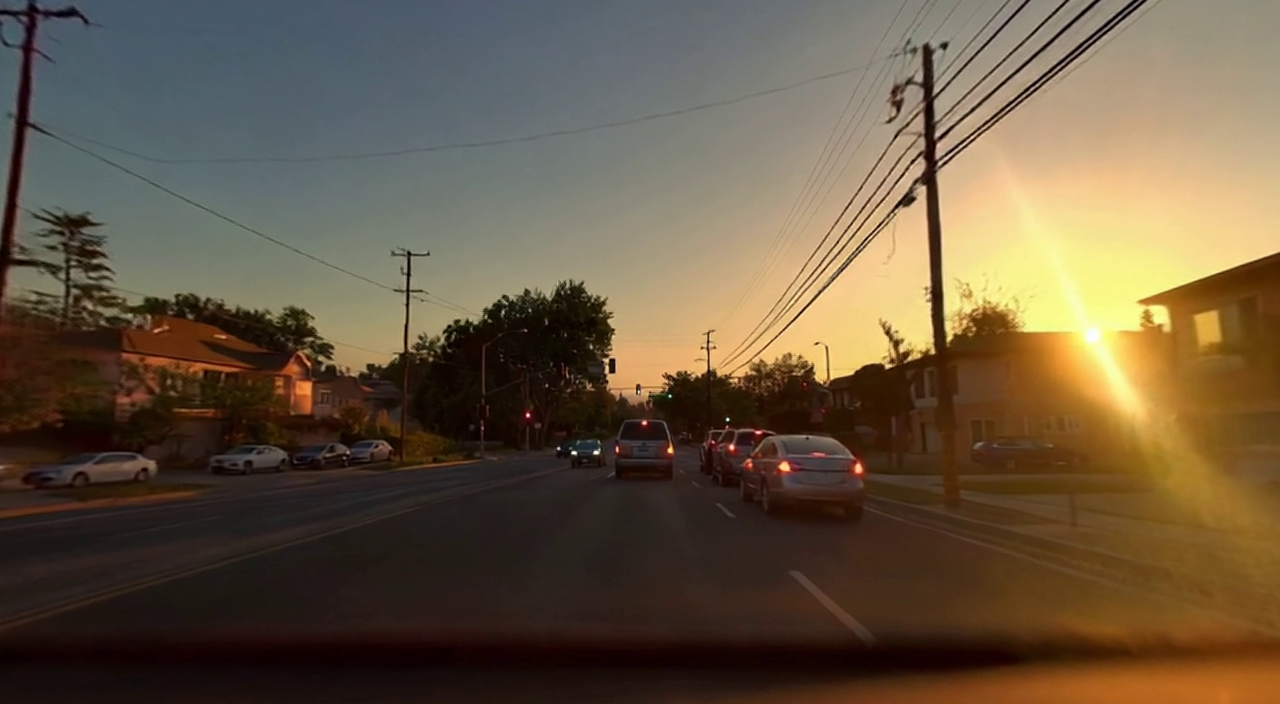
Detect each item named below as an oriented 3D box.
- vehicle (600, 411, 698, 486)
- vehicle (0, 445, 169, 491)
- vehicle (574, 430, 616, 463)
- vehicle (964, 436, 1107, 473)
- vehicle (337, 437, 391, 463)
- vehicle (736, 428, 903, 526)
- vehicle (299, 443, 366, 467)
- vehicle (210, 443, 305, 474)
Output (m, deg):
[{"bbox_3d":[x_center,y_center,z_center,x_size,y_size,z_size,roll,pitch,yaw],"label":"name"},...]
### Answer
[{"bbox_3d":[0.267,3.105,20.375,2.769,2.087,5.130,0,-8,0],"label":"vehicle"},{"bbox_3d":[-19.828,4.103,22.735,1.866,1.471,4.770,0,-8,1],"label":"vehicle"},{"bbox_3d":[-2.604,5.626,37.595,1.999,1.864,4.279,0,-8,3],"label":"vehicle"},{"bbox_3d":[16.571,4.305,26.603,4.671,1.495,1.900,-1,-8,4],"label":"vehicle"},{"bbox_3d":[-19.913,7.083,45.710,1.996,1.809,4.699,0,-8,-3],"label":"vehicle"},{"bbox_3d":[3.124,2.263,11.970,2.002,1.511,4.124,0,-8,1],"label":"vehicle"},{"bbox_3d":[-19.672,6.589,40.577,1.830,1.436,4.771,0,-8,2],"label":"vehicle"},{"bbox_3d":[-19.723,5.493,32.785,1.891,1.460,4.681,0,-8,2],"label":"vehicle"}]
